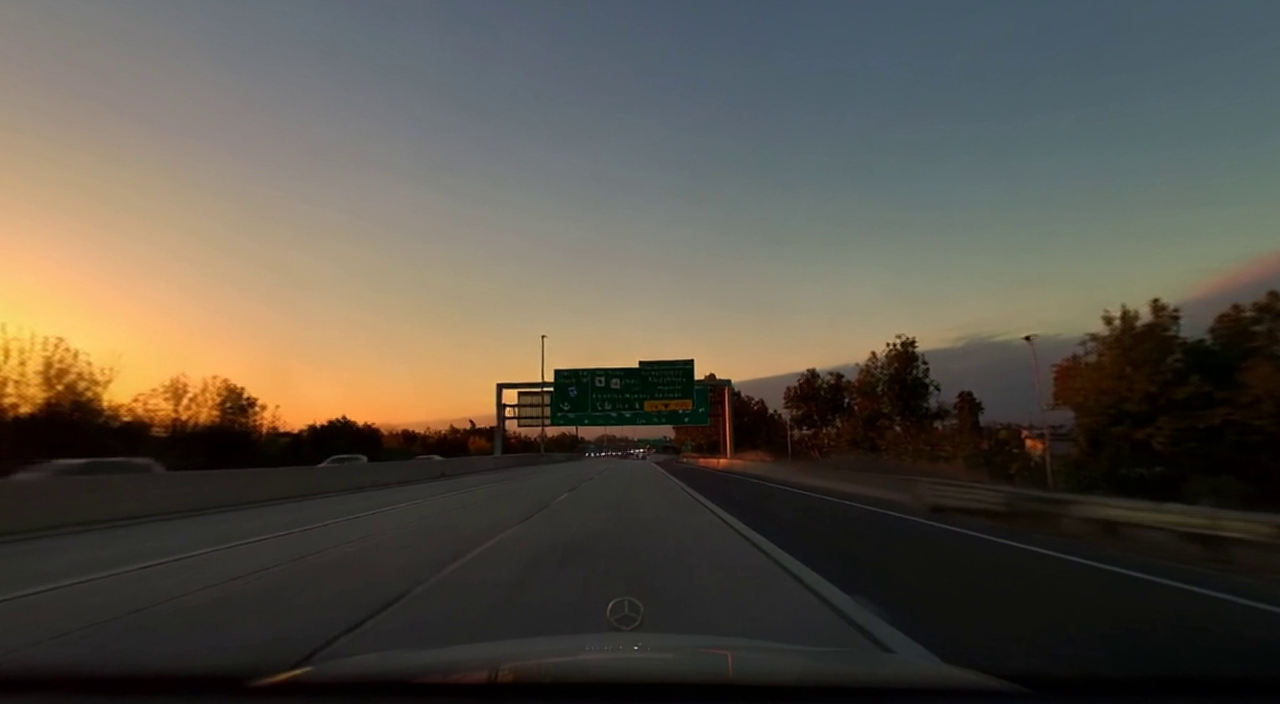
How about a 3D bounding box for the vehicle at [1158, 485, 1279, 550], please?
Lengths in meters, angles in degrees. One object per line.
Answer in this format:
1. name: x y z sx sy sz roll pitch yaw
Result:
1. vehicle: 48.638 12.838 48.644 2.934 4.267 13.828 3 -9 -16
